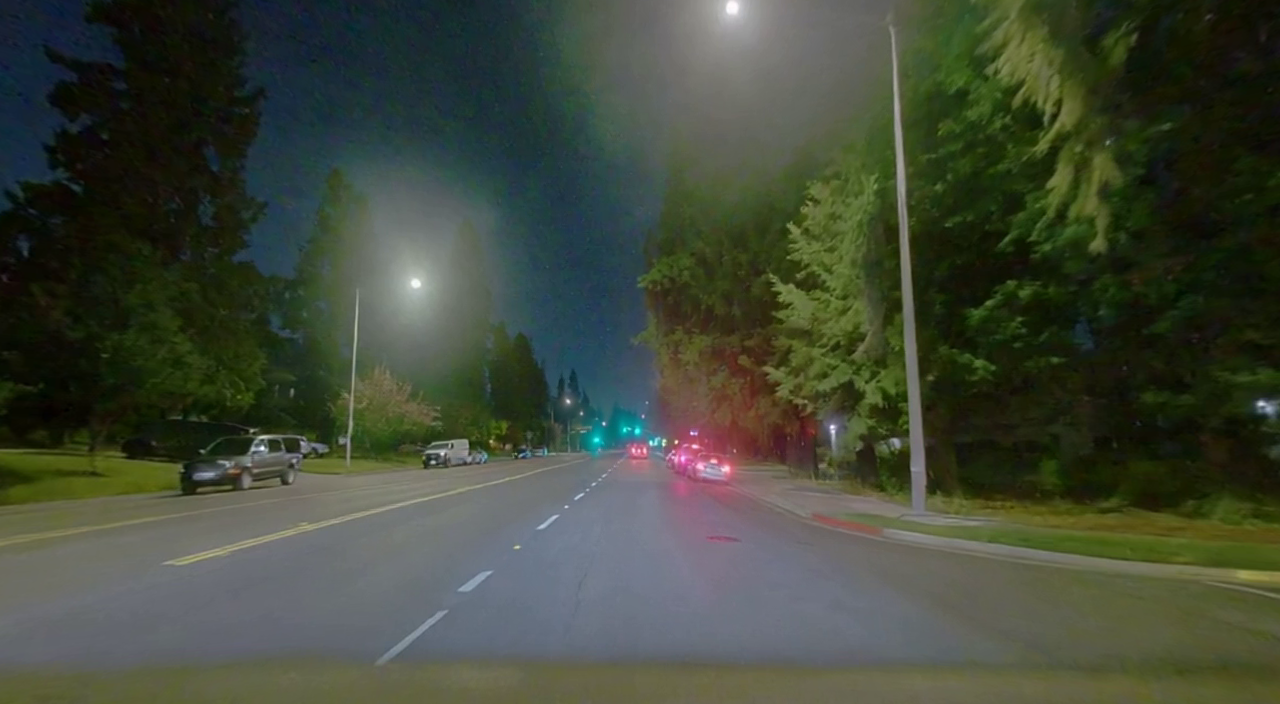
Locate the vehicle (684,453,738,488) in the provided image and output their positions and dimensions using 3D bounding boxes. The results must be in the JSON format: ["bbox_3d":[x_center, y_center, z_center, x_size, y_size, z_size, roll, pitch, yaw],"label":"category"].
[{"bbox_3d":[3.423,5.796,31.377,1.911,1.471,5.151,0,-8,-2],"label":"vehicle"}]

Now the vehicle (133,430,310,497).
[{"bbox_3d":[-14.001,3.787,21.706,2.253,1.969,5.398,0,-9,1],"label":"vehicle"}]

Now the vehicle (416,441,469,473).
[{"bbox_3d":[-14.075,7.440,45.361,2.155,1.991,5.722,-3,-8,-2],"label":"vehicle"}]
